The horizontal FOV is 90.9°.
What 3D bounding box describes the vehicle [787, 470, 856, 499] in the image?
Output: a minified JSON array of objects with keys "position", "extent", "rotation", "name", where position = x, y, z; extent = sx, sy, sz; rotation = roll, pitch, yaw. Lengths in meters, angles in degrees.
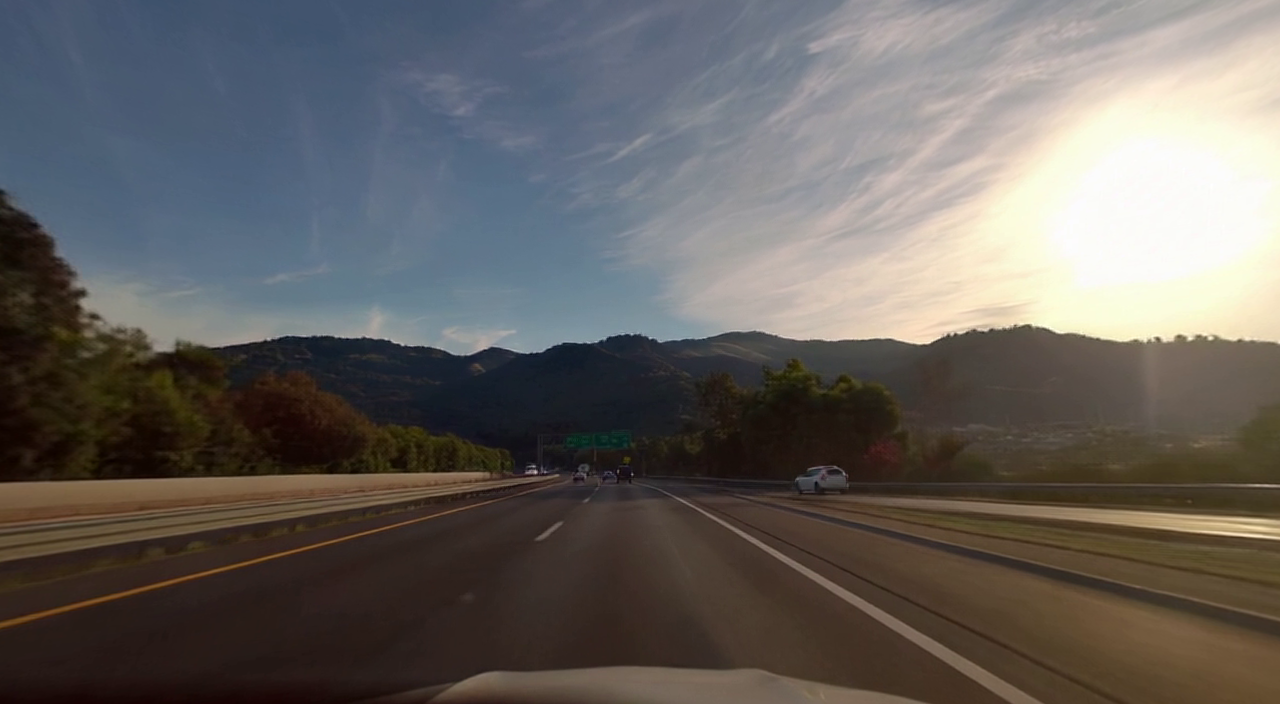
[{"position":[11.677,8.561,40.934],"extent":[2.089,1.770,4.571],"rotation":[4,-11,-17],"name":"vehicle"}]
